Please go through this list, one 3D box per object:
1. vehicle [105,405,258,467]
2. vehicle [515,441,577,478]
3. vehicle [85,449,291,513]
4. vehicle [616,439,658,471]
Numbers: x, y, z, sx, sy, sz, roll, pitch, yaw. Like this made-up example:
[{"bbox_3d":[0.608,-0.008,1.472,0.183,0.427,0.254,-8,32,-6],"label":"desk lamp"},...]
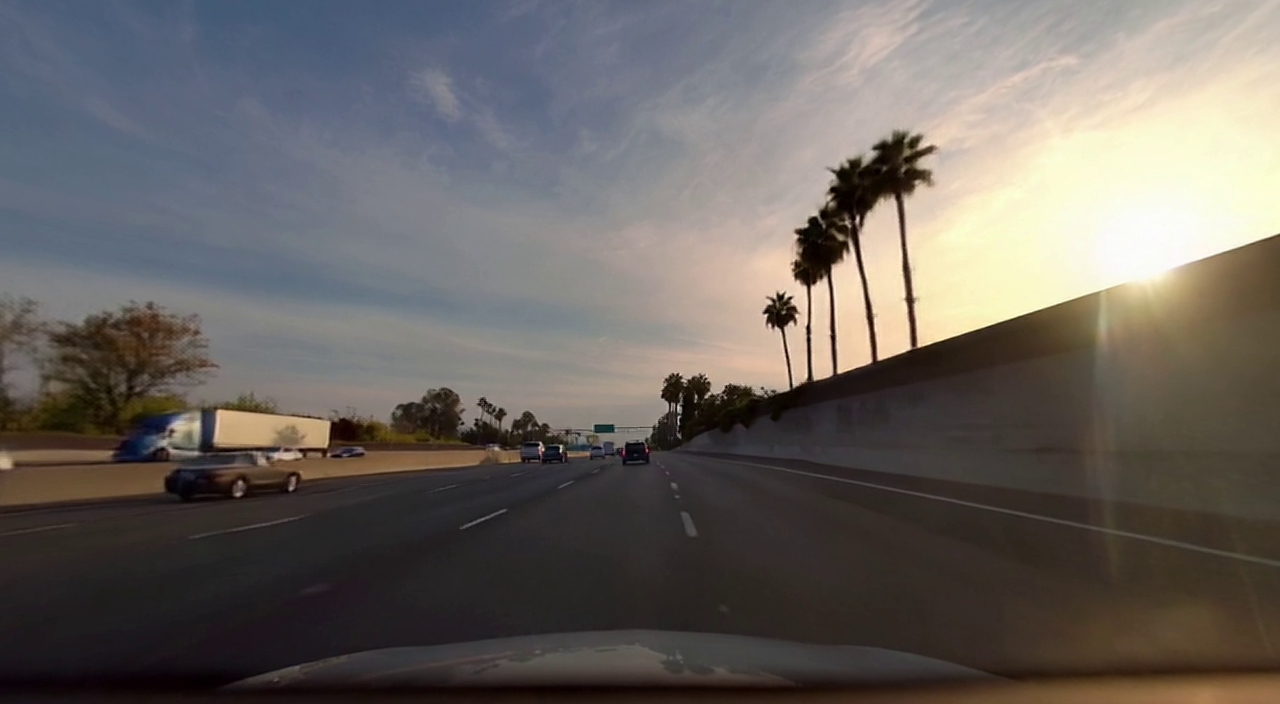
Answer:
[{"bbox_3d":[-32.611,6.153,45.770,3.163,4.010,9.911,-1,-9,3],"label":"vehicle"},{"bbox_3d":[-4.464,5.189,30.772,2.204,1.677,4.438,0,-9,2],"label":"vehicle"},{"bbox_3d":[-12.008,3.416,17.311,1.946,1.473,4.763,-1,-9,3],"label":"vehicle"},{"bbox_3d":[-0.122,5.750,35.450,2.201,1.672,4.128,0,-9,1],"label":"vehicle"}]
